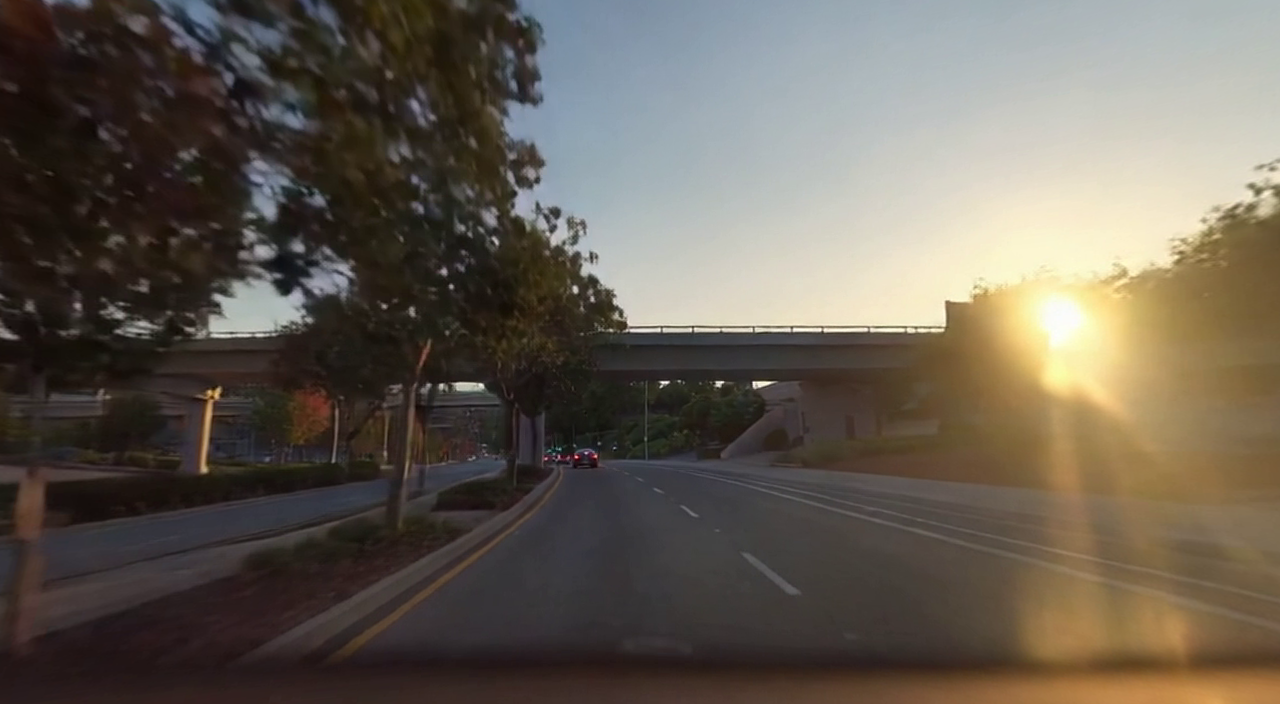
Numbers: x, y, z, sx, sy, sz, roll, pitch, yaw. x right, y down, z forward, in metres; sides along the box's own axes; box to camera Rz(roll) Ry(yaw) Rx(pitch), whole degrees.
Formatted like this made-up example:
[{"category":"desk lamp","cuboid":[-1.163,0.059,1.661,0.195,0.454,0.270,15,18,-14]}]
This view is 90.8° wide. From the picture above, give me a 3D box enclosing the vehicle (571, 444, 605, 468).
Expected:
[{"category":"vehicle","cuboid":[-3.851,7.590,46.281,2.184,1.713,4.231,1,-9,-9]}]
